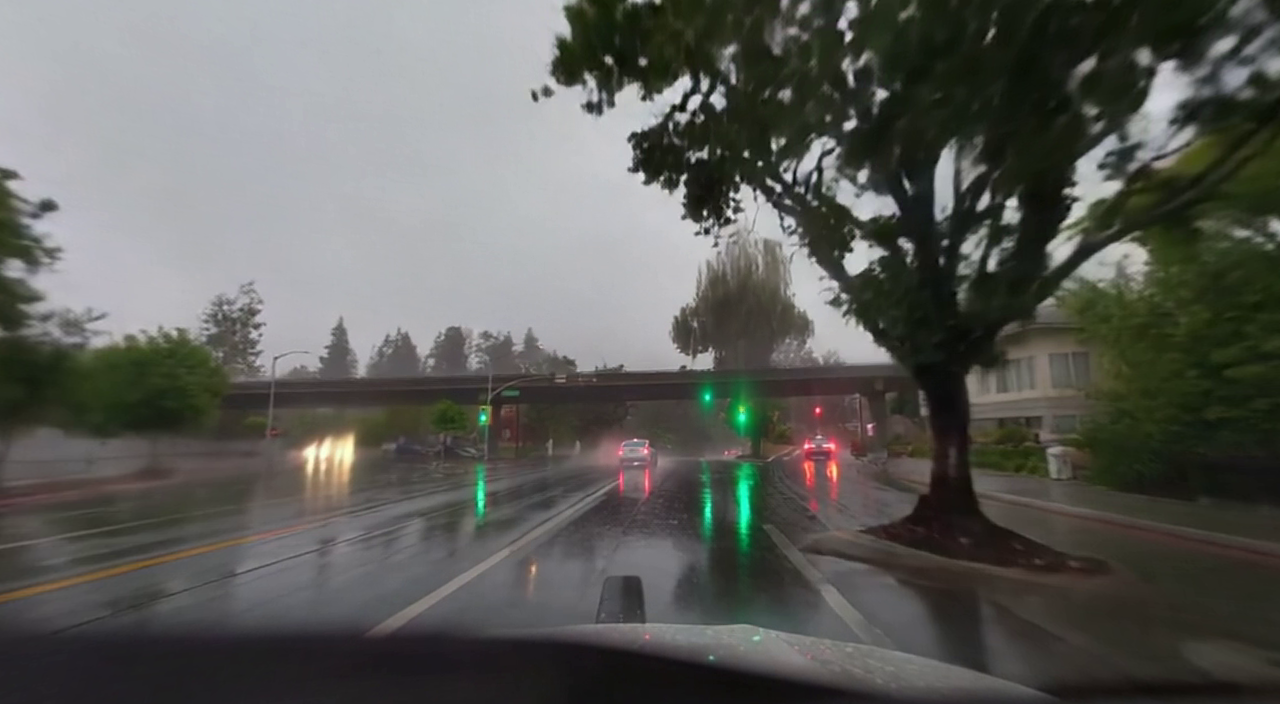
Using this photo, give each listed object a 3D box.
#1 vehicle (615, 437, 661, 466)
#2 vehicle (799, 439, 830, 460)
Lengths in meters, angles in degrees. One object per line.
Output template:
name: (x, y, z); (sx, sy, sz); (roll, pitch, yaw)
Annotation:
vehicle: (-0.037, 5.541, 35.316); (1.997, 1.542, 4.202); (-1, -8, 7)
vehicle: (13.308, 7.401, 48.022); (2.058, 1.475, 4.587); (-3, -9, 18)
